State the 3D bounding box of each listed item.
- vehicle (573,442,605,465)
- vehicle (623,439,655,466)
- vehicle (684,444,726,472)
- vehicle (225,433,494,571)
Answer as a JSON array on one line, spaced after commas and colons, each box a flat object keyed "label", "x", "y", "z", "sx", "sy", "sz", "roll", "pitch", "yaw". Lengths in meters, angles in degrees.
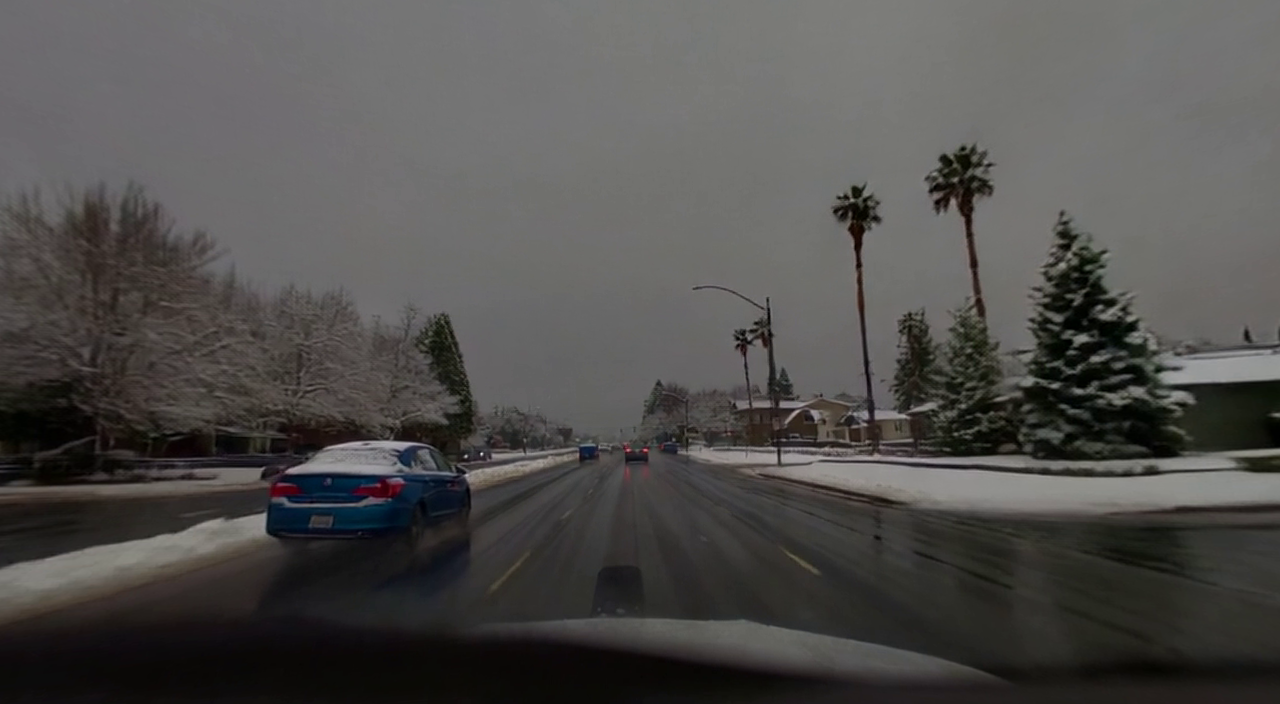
[{"label": "vehicle", "x": -3.563, "y": 7.150, "z": 44.599, "sx": 2.000, "sy": 1.569, "sz": 3.794, "roll": 0, "pitch": -8, "yaw": -1}, {"label": "vehicle", "x": -0.108, "y": 6.776, "z": 42.763, "sx": 2.043, "sy": 1.734, "sz": 4.253, "roll": 0, "pitch": -8, "yaw": -1}, {"label": "vehicle", "x": 3.609, "y": 5.993, "z": 35.975, "sx": 1.830, "sy": 1.451, "sz": 4.009, "roll": 0, "pitch": -8, "yaw": -2}, {"label": "vehicle", "x": -3.534, "y": 1.945, "z": 9.094, "sx": 1.844, "sy": 1.451, "sz": 4.543, "roll": 0, "pitch": -8, "yaw": -1}]
